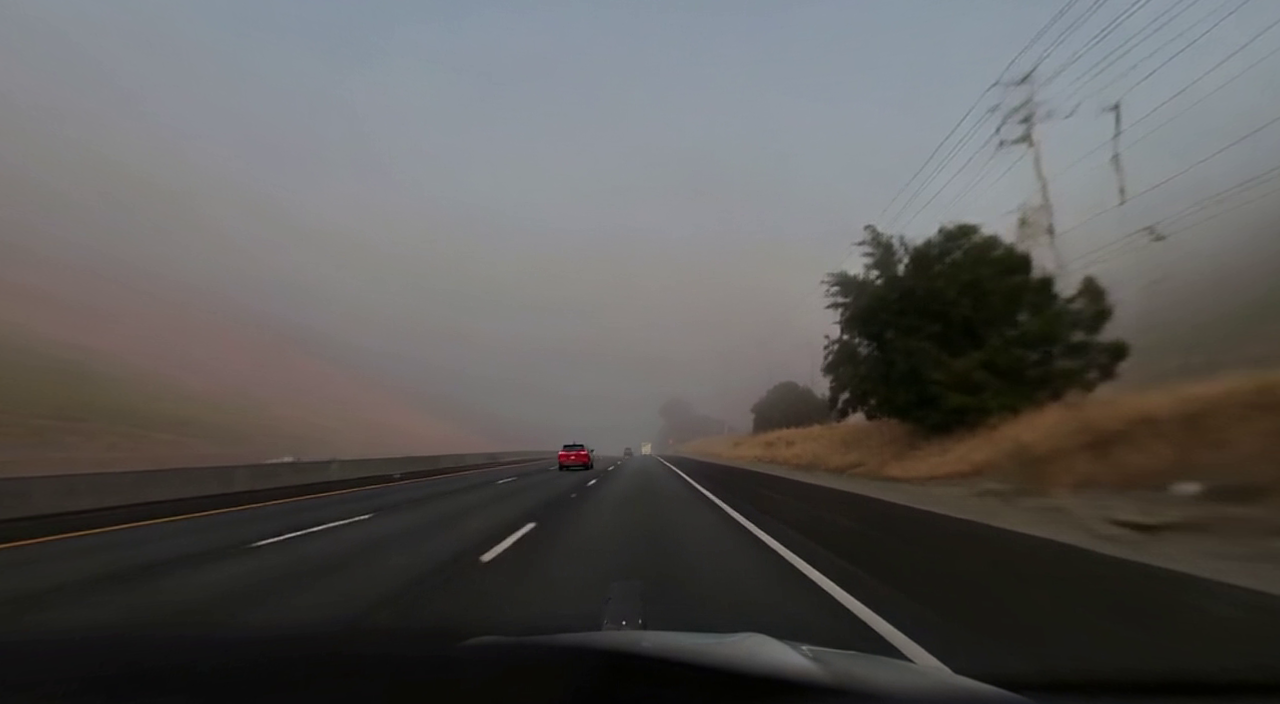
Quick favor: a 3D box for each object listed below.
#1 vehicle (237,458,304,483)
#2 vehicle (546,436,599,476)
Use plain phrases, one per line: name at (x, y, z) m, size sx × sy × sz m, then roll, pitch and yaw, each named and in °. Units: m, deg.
vehicle at (-25.403, 8.115, 43.527) m, size 1.980 × 1.497 × 4.330 m, roll 0°, pitch -8°, yaw 0°
vehicle at (-3.371, 5.287, 32.307) m, size 2.136 × 1.845 × 4.515 m, roll 0°, pitch -8°, yaw 1°
